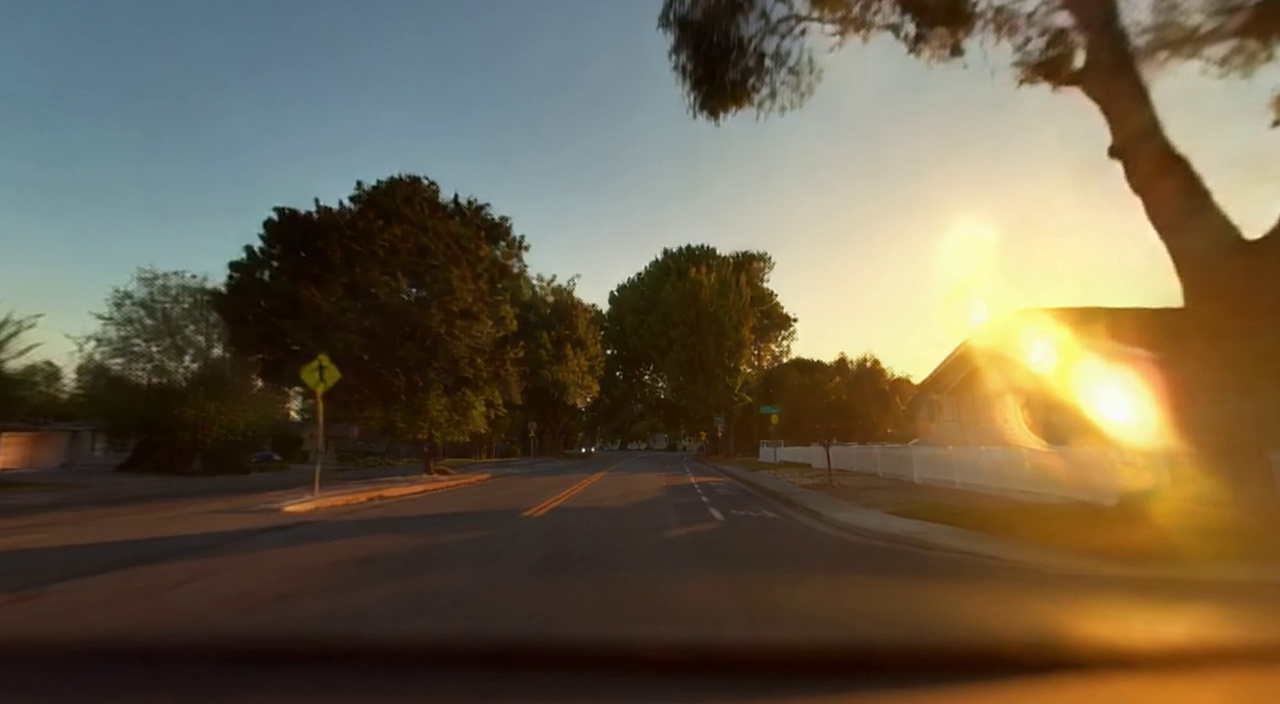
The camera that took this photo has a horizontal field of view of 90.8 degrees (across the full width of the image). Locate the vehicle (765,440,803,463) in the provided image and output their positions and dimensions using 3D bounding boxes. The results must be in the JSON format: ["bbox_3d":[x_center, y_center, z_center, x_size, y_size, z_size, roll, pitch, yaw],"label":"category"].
[{"bbox_3d":[11.214,7.775,49.563,1.938,1.695,4.296,0,-9,0],"label":"vehicle"}]
